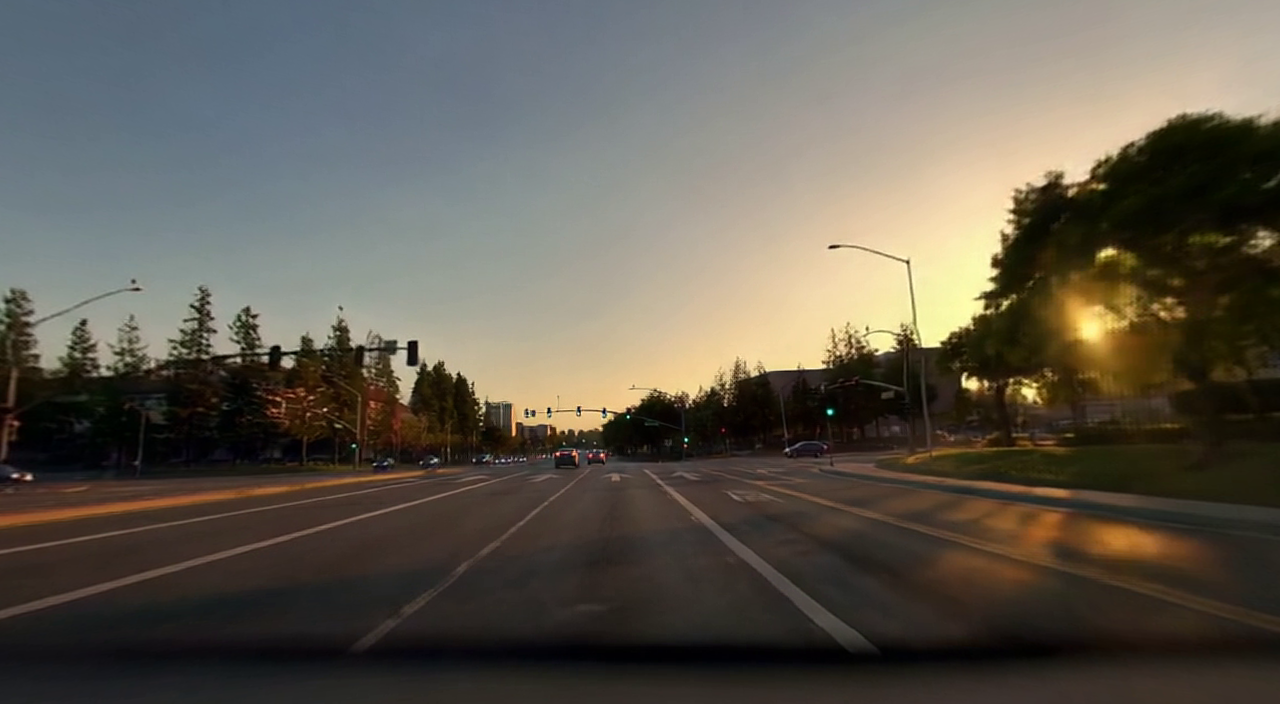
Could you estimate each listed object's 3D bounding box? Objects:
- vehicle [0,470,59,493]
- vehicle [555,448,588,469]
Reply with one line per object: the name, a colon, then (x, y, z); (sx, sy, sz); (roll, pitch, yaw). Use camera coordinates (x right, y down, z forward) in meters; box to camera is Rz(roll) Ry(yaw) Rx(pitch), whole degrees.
vehicle: (-48.601, 10.051, 49.078); (4.801, 1.625, 2.063); (0, -8, -1)
vehicle: (-5.018, 7.912, 46.974); (2.073, 1.445, 4.151); (0, -8, -2)
